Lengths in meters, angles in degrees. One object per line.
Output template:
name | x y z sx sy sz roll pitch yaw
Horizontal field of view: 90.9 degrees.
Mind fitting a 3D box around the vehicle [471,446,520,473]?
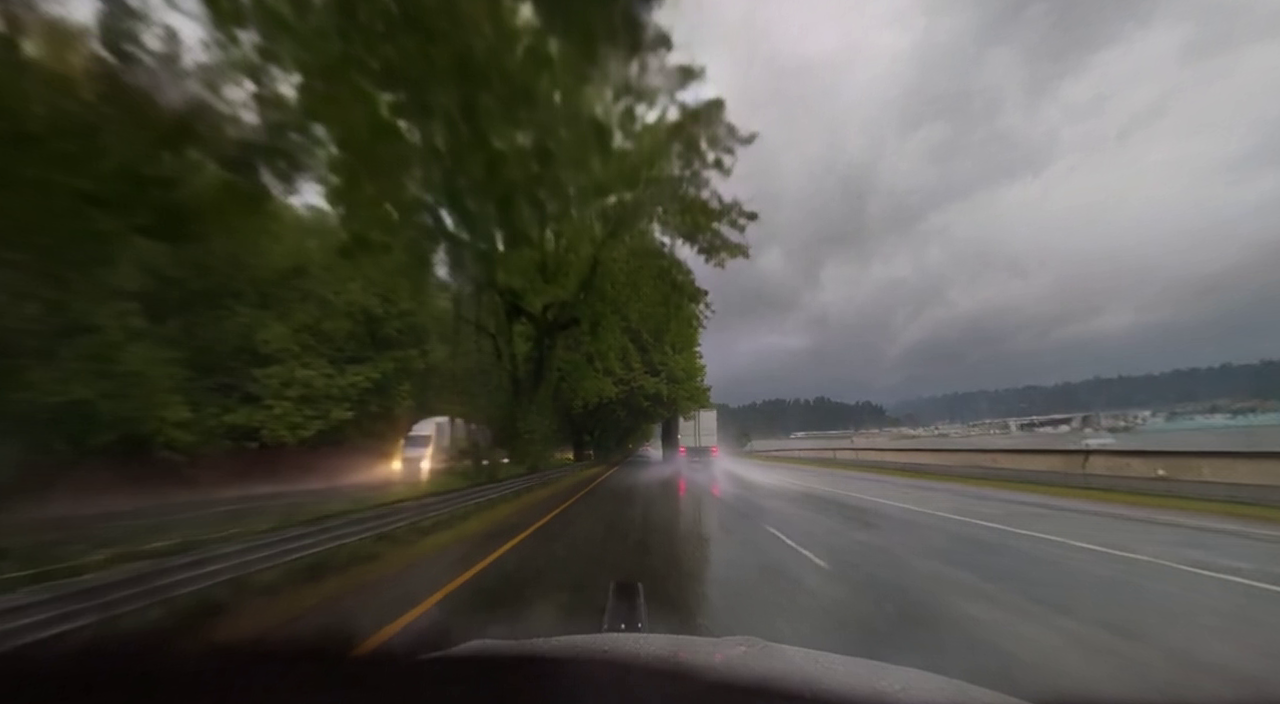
vehicle | -8.926 6.692 39.293 1.916 1.557 4.401 0 -9 1

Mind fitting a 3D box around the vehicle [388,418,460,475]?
vehicle | -15.671 6.926 46.263 3.090 3.886 6.253 0 -9 -1

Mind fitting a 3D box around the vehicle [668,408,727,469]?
vehicle | 3.992 6.616 47.499 2.955 3.825 14.115 0 -9 -1
